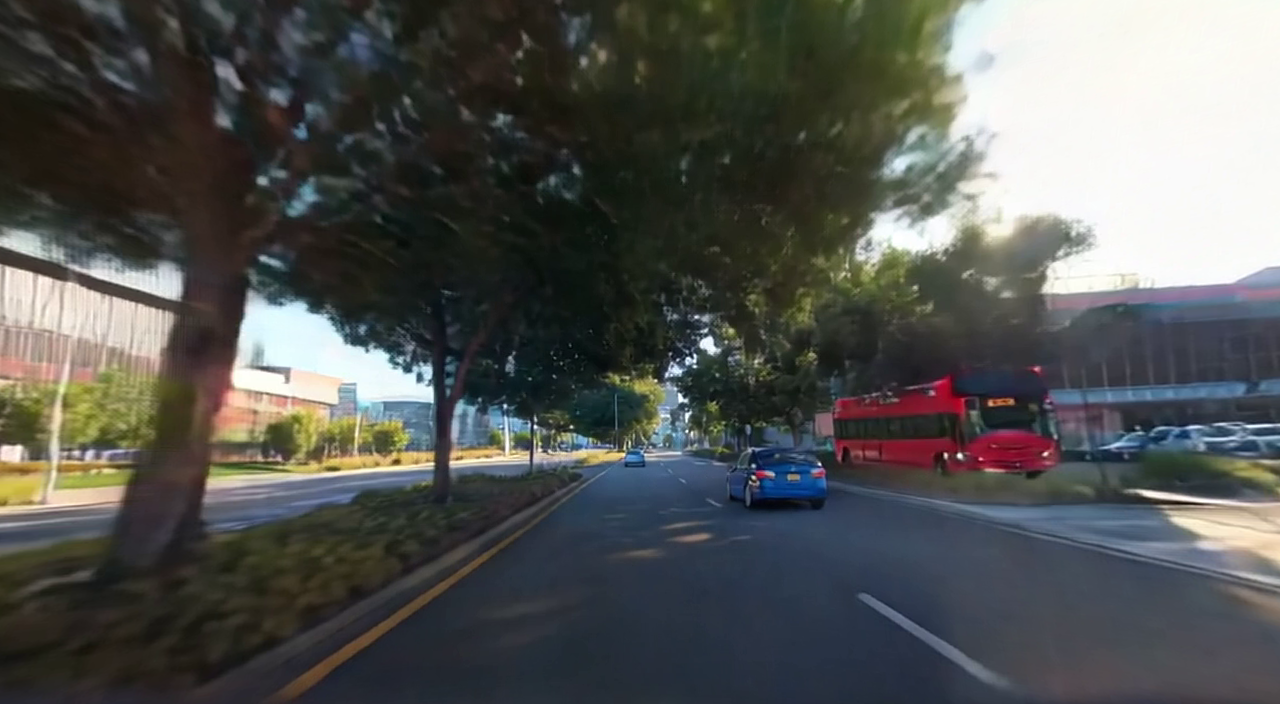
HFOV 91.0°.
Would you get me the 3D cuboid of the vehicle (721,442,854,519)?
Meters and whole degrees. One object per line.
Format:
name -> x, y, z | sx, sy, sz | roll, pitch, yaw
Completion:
vehicle -> 3.201, 2.871, 14.610 | 1.993, 1.501, 4.127 | 0, -9, -1
